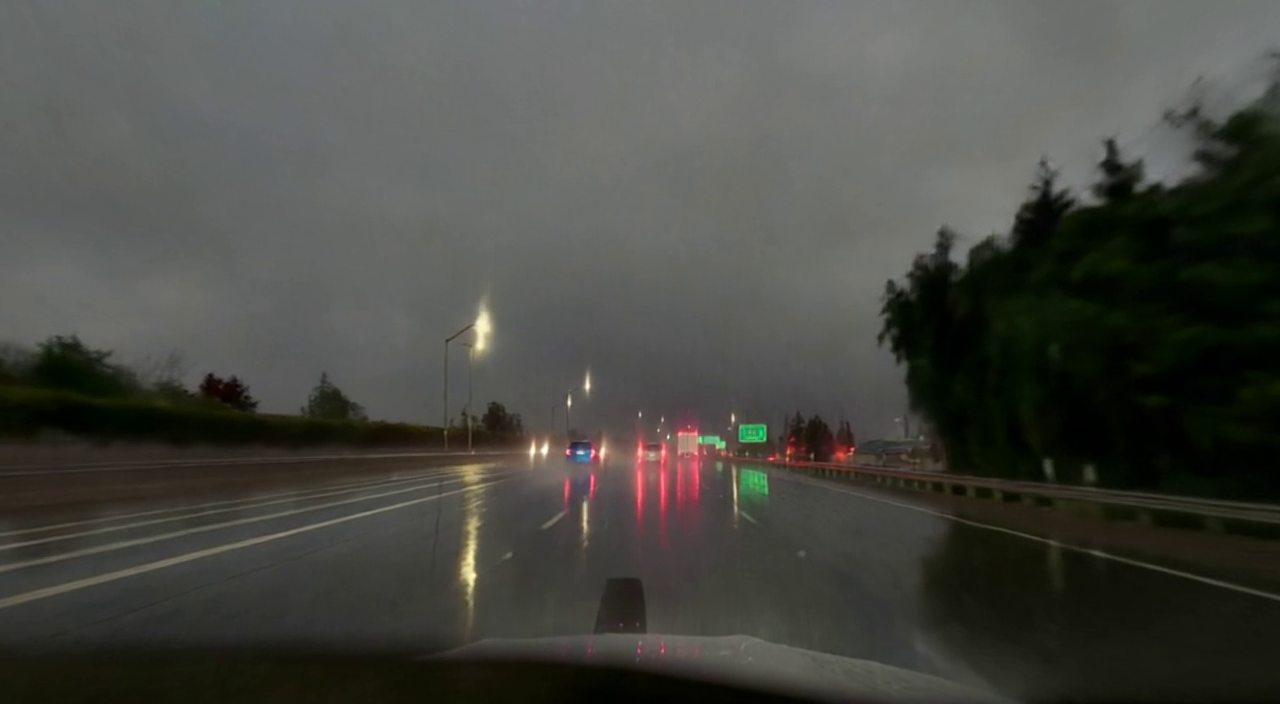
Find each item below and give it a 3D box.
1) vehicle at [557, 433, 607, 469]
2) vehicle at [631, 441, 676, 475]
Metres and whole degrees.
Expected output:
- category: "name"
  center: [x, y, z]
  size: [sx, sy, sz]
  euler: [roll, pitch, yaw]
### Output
- category: "vehicle"
  center: [-3.264, 5.708, 36.422]
  size: [2.264, 1.901, 4.647]
  euler: [0, -9, 2]
- category: "vehicle"
  center: [0.670, 5.251, 31.428]
  size: [2.086, 1.548, 4.325]
  euler: [0, -9, 1]
